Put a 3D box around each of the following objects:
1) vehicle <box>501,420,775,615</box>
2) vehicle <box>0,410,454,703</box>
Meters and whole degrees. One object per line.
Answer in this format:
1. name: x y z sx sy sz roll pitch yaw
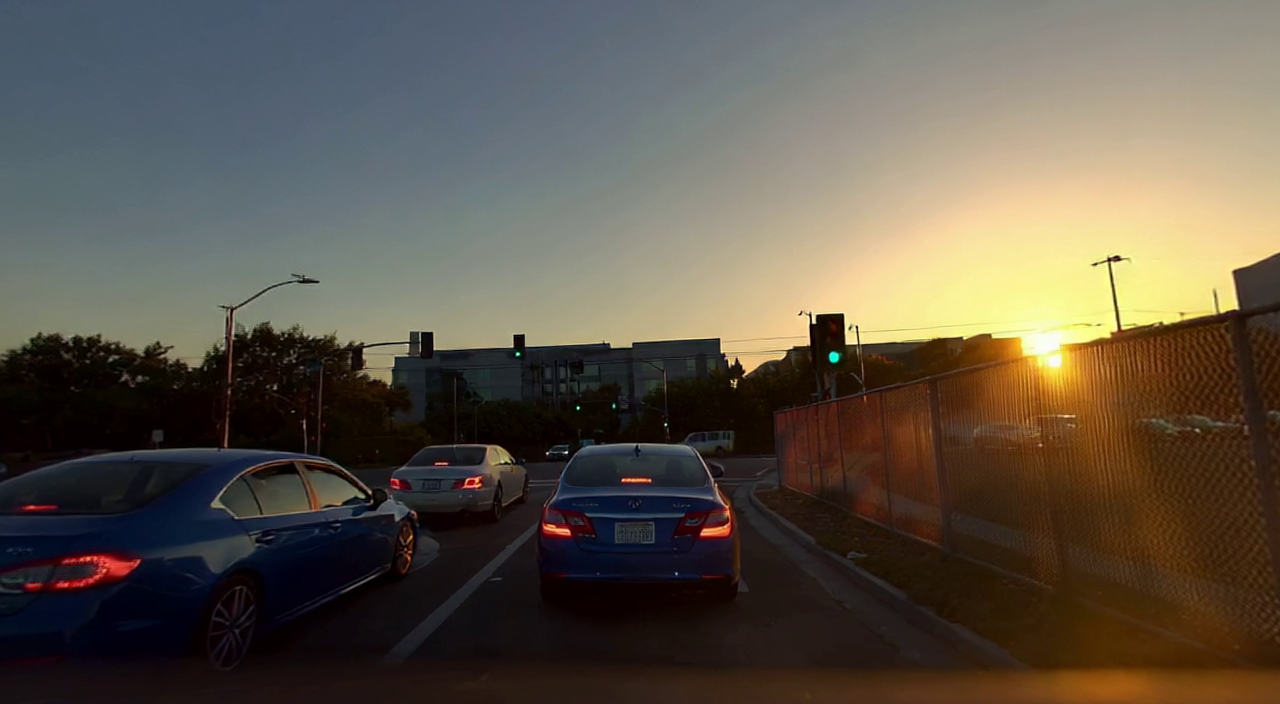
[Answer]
1. vehicle: -0.014 1.603 7.019 2.144 1.514 4.063 0 -9 0
2. vehicle: -3.203 1.335 4.954 1.971 1.488 4.581 0 -9 1
